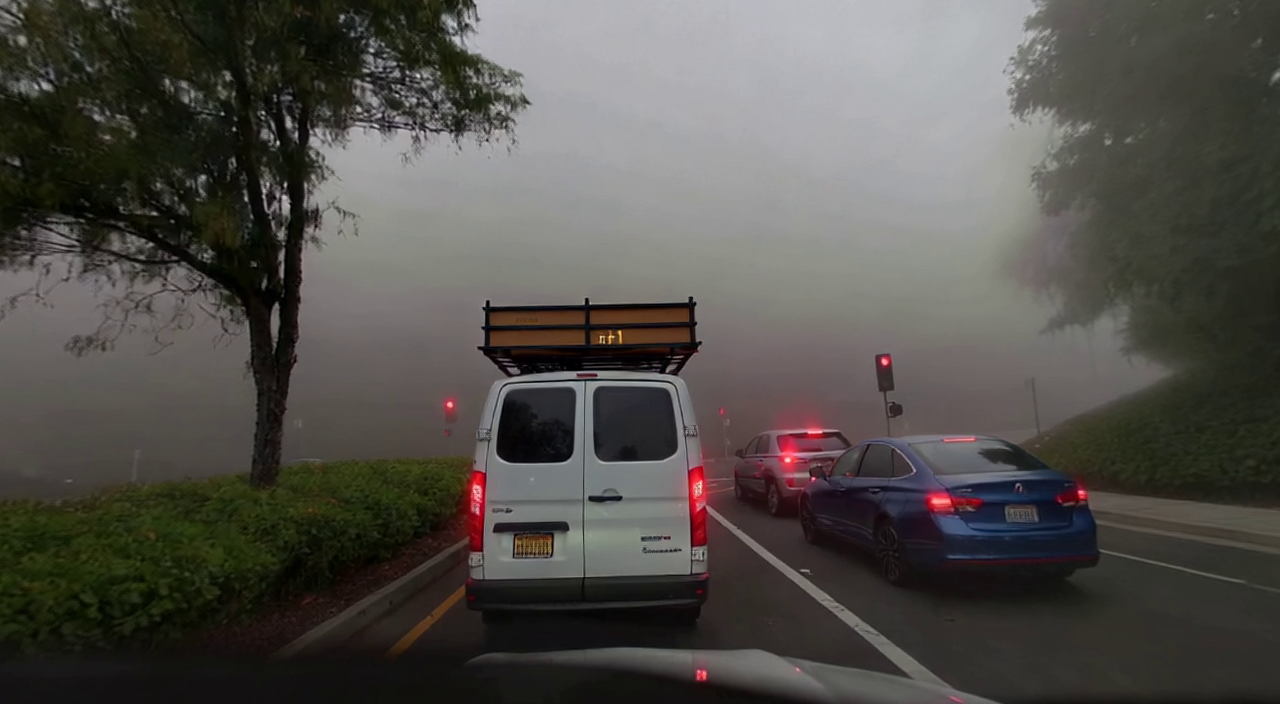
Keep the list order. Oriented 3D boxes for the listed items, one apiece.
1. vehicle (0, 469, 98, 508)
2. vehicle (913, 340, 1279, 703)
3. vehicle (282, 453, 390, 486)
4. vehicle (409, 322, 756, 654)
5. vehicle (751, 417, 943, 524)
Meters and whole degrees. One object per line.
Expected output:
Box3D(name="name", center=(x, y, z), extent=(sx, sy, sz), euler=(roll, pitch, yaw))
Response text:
Box3D(name="vehicle", center=(-27.733, 6.140, 28.572), extent=(4.501, 1.613, 1.852), euler=(1, -9, -4))
Box3D(name="vehicle", center=(3.467, 0.932, 3.399), extent=(1.965, 1.671, 4.146), euler=(0, -9, -3))
Box3D(name="vehicle", center=(-15.177, 5.863, 31.798), extent=(4.708, 1.474, 1.871), euler=(4, -9, -23))
Box3D(name="vehicle", center=(-0.358, 1.153, 6.184), extent=(2.145, 2.089, 4.309), euler=(0, -9, 0))
Box3D(name="vehicle", center=(3.701, 2.217, 12.288), extent=(2.024, 1.692, 4.252), euler=(1, -9, -4))
